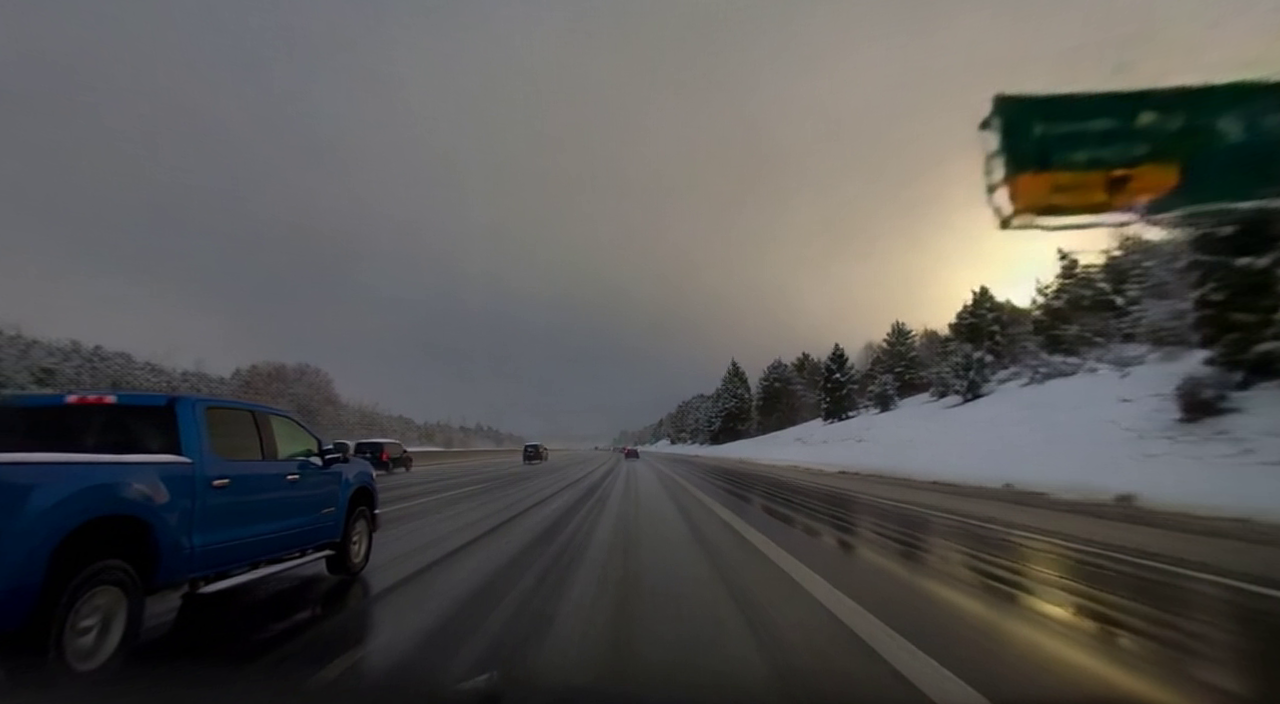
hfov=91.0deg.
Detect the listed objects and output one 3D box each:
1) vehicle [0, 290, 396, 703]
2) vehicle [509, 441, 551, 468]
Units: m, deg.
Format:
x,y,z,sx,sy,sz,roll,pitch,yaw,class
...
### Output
x,y,z,sx,sy,sz,roll,pitch,yaw,class
-4.042,0.955,4.242,2.339,2.004,6.171,0,-9,0,vehicle
-8.237,7.729,47.673,2.260,1.917,5.499,0,-9,-1,vehicle
